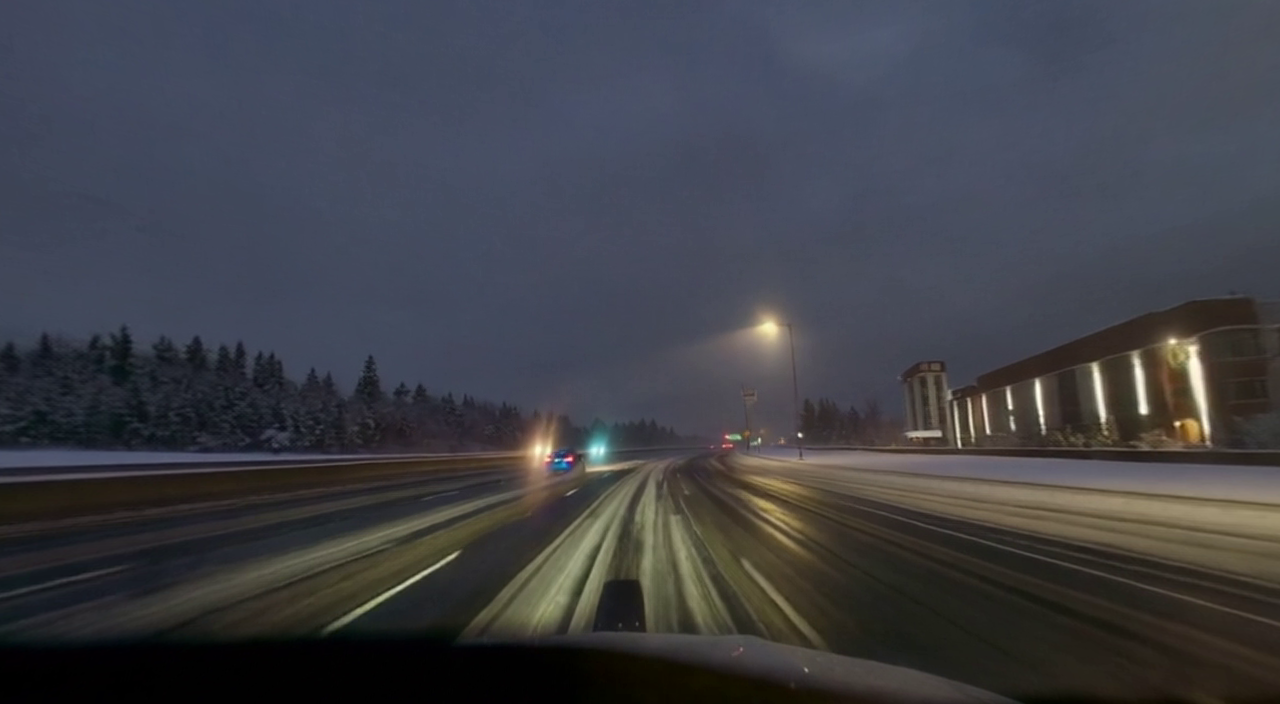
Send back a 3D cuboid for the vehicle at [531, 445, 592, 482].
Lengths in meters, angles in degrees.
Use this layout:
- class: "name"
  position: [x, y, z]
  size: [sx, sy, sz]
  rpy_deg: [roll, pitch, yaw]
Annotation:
- class: "vehicle"
  position: [-3.599, 5.207, 29.904]
  size: [2.087, 1.566, 4.756]
  rpy_deg: [-1, -9, 2]
